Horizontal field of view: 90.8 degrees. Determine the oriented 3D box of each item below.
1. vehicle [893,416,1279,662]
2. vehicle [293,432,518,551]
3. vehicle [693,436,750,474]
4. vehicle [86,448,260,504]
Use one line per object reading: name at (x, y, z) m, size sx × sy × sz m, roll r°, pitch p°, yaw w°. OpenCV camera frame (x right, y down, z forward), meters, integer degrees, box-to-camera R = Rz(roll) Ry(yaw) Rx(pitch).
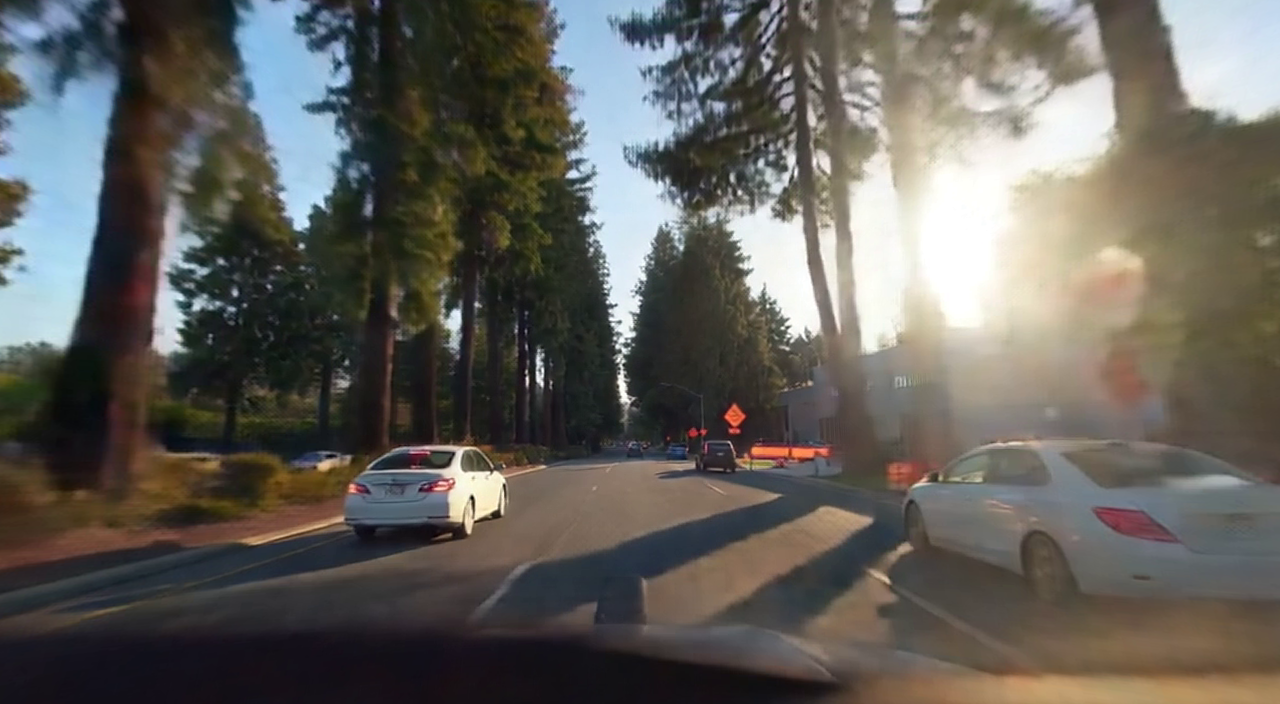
vehicle at (4.066, 1.426, 5.823) m, size 1.827 × 1.491 × 3.743 m, roll 0°, pitch -9°, yaw -1°
vehicle at (-3.348, 2.066, 10.059) m, size 2.020 × 1.474 × 4.098 m, roll 0°, pitch -9°, yaw 0°
vehicle at (4.069, 5.238, 32.332) m, size 2.159 × 1.793 × 4.735 m, roll 0°, pitch -9°, yaw -2°
vehicle at (-14.103, 3.732, 19.521) m, size 1.883 × 1.504 × 4.536 m, roll 0°, pitch -9°, yaw 1°
